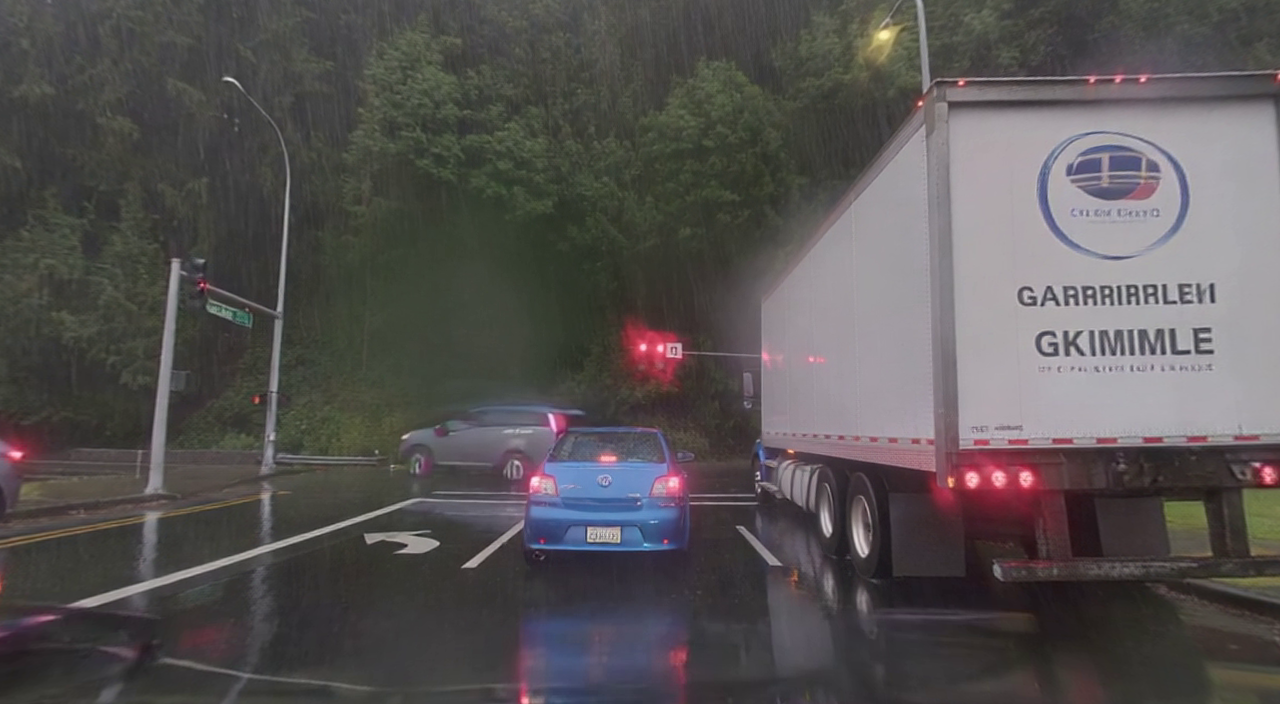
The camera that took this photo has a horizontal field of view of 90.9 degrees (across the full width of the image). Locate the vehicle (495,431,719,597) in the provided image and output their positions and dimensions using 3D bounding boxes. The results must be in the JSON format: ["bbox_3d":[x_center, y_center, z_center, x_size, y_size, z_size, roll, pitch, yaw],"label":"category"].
[{"bbox_3d":[-0.327,1.714,7.424,1.975,1.457,3.526,0,-9,-1],"label":"vehicle"}]

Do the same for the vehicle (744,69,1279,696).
[{"bbox_3d":[3.580,0.792,8.586,2.884,3.753,9.763,0,-9,1],"label":"vehicle"}]

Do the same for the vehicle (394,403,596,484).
[{"bbox_3d":[-6.815,4.467,30.767,9.076,3.642,2.916,1,-9,-9],"label":"vehicle"}]
